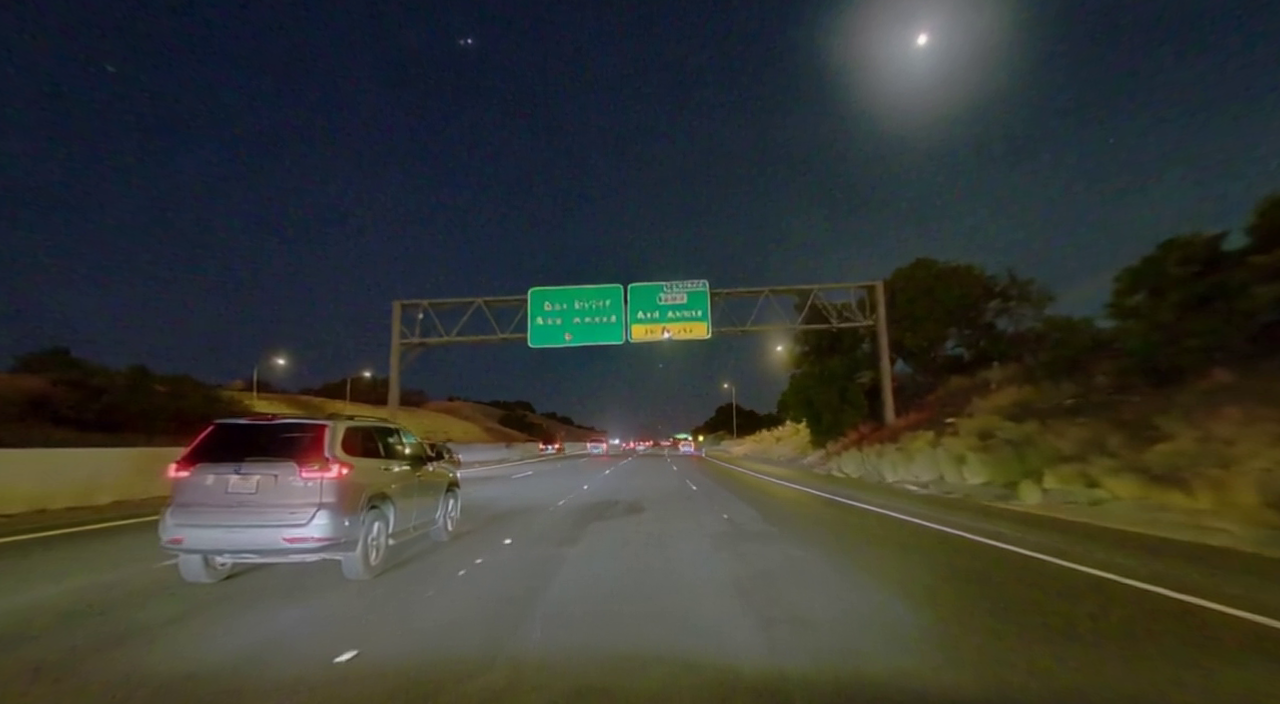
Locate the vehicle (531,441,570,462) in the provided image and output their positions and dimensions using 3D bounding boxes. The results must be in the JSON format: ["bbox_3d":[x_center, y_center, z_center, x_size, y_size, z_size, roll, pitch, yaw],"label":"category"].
[{"bbox_3d":[-6.780,7.563,48.232,2.145,1.512,4.404,0,-8,2],"label":"vehicle"}]

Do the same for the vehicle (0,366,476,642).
[{"bbox_3d":[-3.570,1.370,6.713,2.218,1.848,4.789,0,-9,2],"label":"vehicle"}]
